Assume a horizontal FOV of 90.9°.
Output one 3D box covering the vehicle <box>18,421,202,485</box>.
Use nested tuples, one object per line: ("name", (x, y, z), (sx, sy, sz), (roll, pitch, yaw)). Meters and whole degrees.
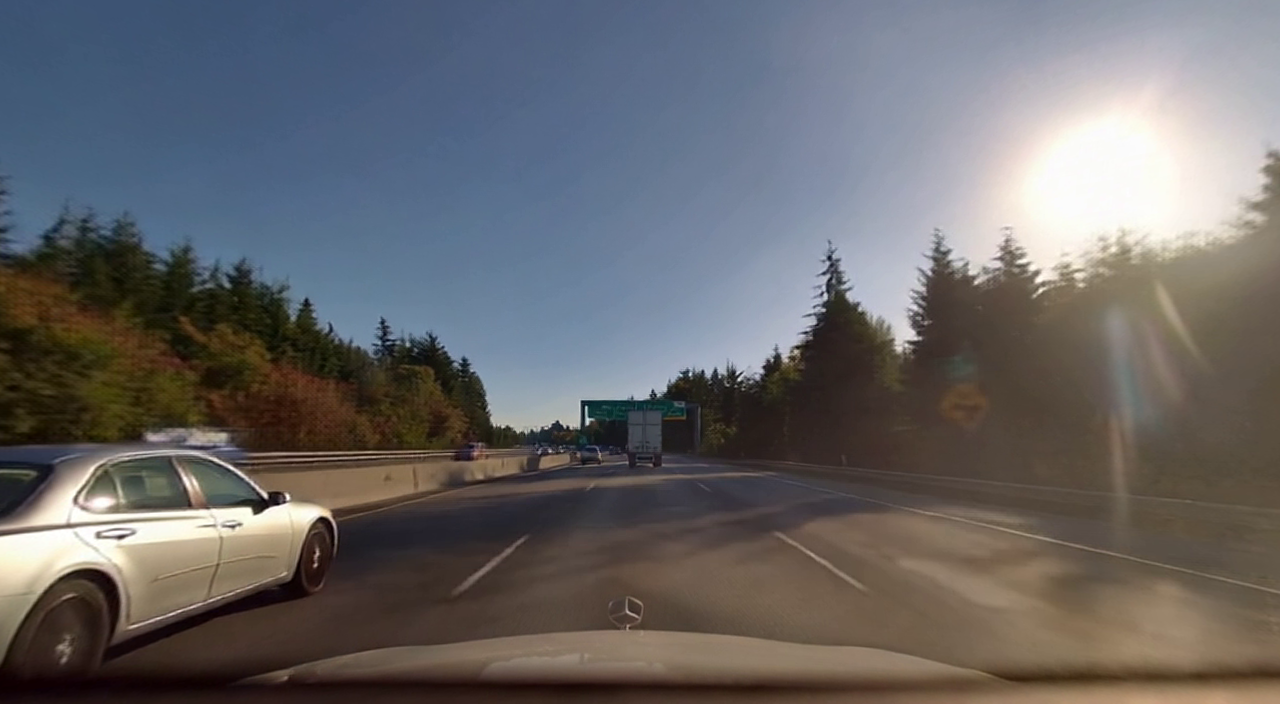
("vehicle", (-16.897, 3.266, 20.475), (2.073, 1.817, 4.402), (0, -9, 0))

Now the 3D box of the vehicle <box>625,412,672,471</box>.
("vehicle", (0.454, 6.305, 43.999), (2.893, 3.628, 9.081), (0, -9, -1))

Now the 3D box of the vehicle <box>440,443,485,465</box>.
("vehicle", (-12.642, 7.286, 45.058), (2.104, 1.492, 3.856), (0, -9, 0))
